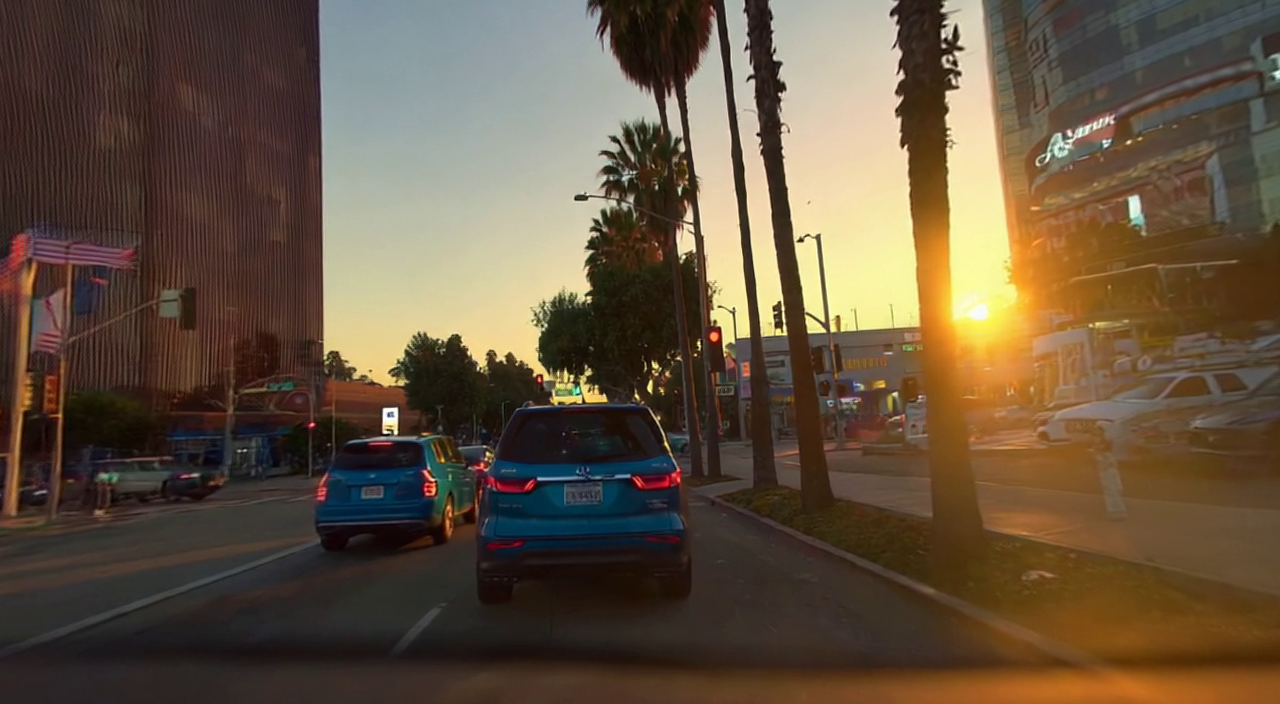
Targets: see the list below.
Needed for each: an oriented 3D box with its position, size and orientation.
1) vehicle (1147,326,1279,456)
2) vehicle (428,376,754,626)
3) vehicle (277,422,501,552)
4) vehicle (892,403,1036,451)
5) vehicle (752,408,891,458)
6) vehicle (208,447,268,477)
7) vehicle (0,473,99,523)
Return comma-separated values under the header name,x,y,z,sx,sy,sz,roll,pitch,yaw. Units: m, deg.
name,x,y,z,sx,sy,sz,roll,pitch,yaw
vehicle,9.985,0.610,8.698,4.374,1.571,1.963,0,-8,-4
vehicle,-0.544,1.498,7.410,2.519,1.913,4.819,0,-8,-4
vehicle,-3.868,2.158,10.931,2.097,1.692,5.030,0,-8,-4
vehicle,14.057,3.312,27.683,5.033,1.999,2.259,0,-8,-3
vehicle,7.747,3.517,27.364,5.307,2.076,2.122,0,-8,-5
vehicle,-28.735,7.862,45.262,1.783,1.997,4.000,0,-8,-4
vehicle,-24.602,5.681,24.728,4.660,1.708,2.331,0,-8,-1
